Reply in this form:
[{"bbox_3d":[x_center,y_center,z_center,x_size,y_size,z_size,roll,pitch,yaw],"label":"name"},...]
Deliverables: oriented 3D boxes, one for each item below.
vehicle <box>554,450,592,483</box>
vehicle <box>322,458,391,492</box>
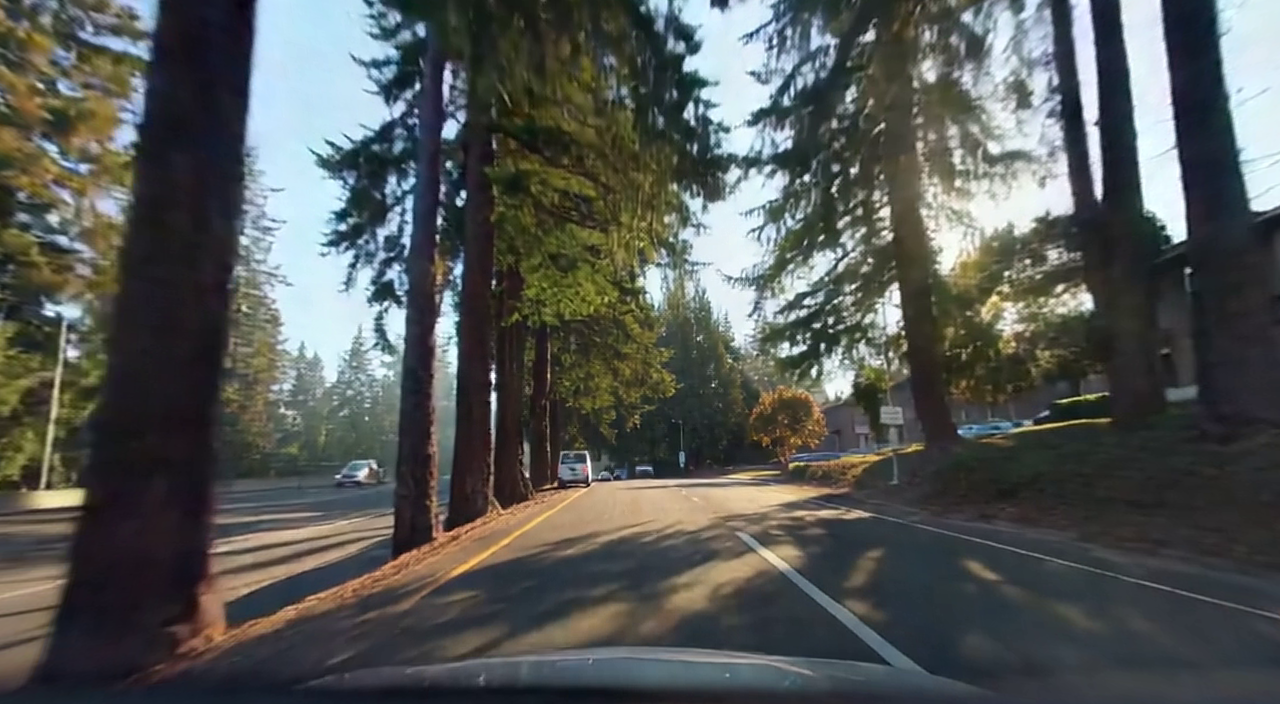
[{"bbox_3d":[-4.850,8.308,46.290,2.323,2.252,4.808,0,-9,-1],"label":"vehicle"},{"bbox_3d":[-16.765,7.275,37.668,2.069,1.776,4.803,0,-9,-3],"label":"vehicle"}]
